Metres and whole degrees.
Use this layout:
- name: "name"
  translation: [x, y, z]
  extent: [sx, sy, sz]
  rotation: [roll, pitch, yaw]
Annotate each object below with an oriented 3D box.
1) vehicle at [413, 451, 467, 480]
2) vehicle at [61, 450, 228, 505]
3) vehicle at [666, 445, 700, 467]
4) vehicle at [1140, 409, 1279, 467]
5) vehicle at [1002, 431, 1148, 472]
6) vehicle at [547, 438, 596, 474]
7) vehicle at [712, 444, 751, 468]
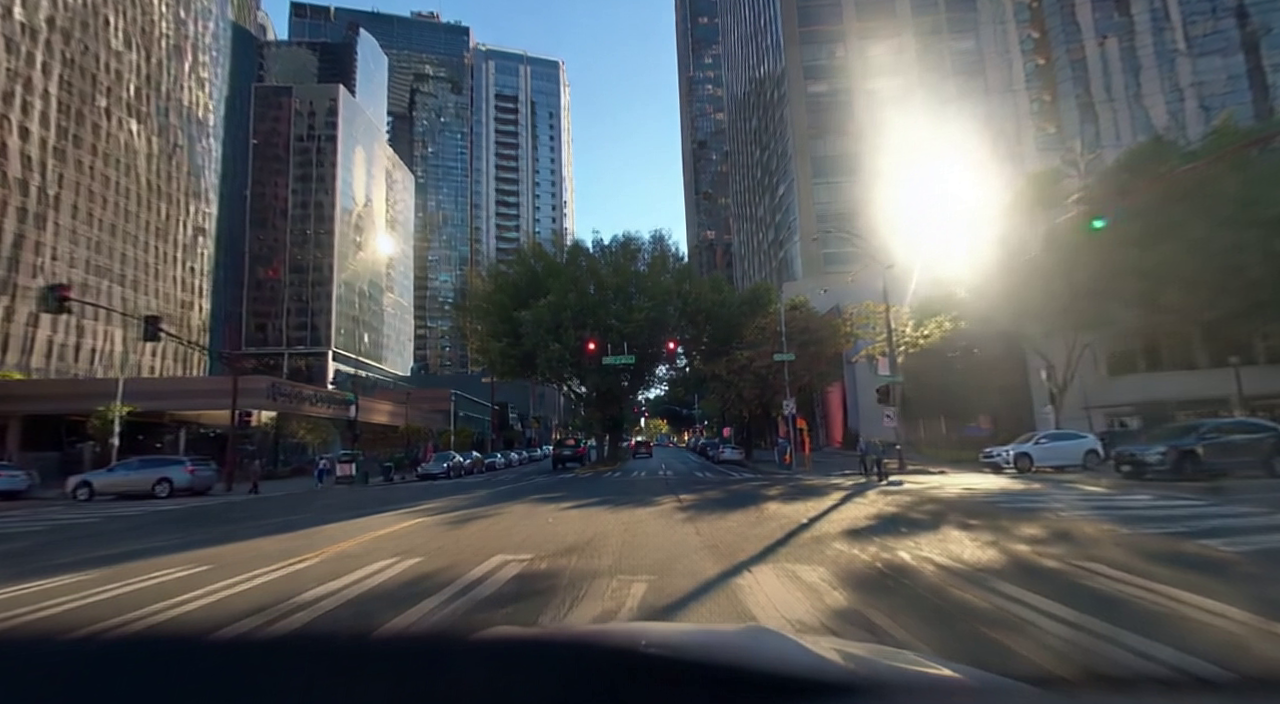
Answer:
- name: "vehicle"
  translation: [-12.676, 7.199, 40.178]
  extent: [2.118, 1.644, 4.188]
  rotation: [0, -8, -1]
- name: "vehicle"
  translation: [-21.561, 5.449, 27.642]
  extent: [5.283, 1.959, 2.453]
  rotation: [-3, -8, -1]
- name: "vehicle"
  translation: [2.750, 6.773, 41.197]
  extent: [1.919, 1.371, 3.583]
  rotation: [0, -8, -1]
- name: "vehicle"
  translation: [20.123, 2.884, 21.093]
  extent: [4.827, 1.817, 2.190]
  rotation: [0, -8, 0]
- name: "vehicle"
  translation: [17.080, 3.919, 24.894]
  extent: [4.293, 1.495, 1.935]
  rotation: [0, -8, -1]
- name: "vehicle"
  translation: [-3.840, 5.918, 35.857]
  extent: [2.176, 1.804, 4.740]
  rotation: [-3, -9, 0]
- name: "vehicle"
  translation: [6.045, 6.951, 42.302]
  extent: [1.882, 1.479, 4.652]
  rotation: [0, -8, 0]
